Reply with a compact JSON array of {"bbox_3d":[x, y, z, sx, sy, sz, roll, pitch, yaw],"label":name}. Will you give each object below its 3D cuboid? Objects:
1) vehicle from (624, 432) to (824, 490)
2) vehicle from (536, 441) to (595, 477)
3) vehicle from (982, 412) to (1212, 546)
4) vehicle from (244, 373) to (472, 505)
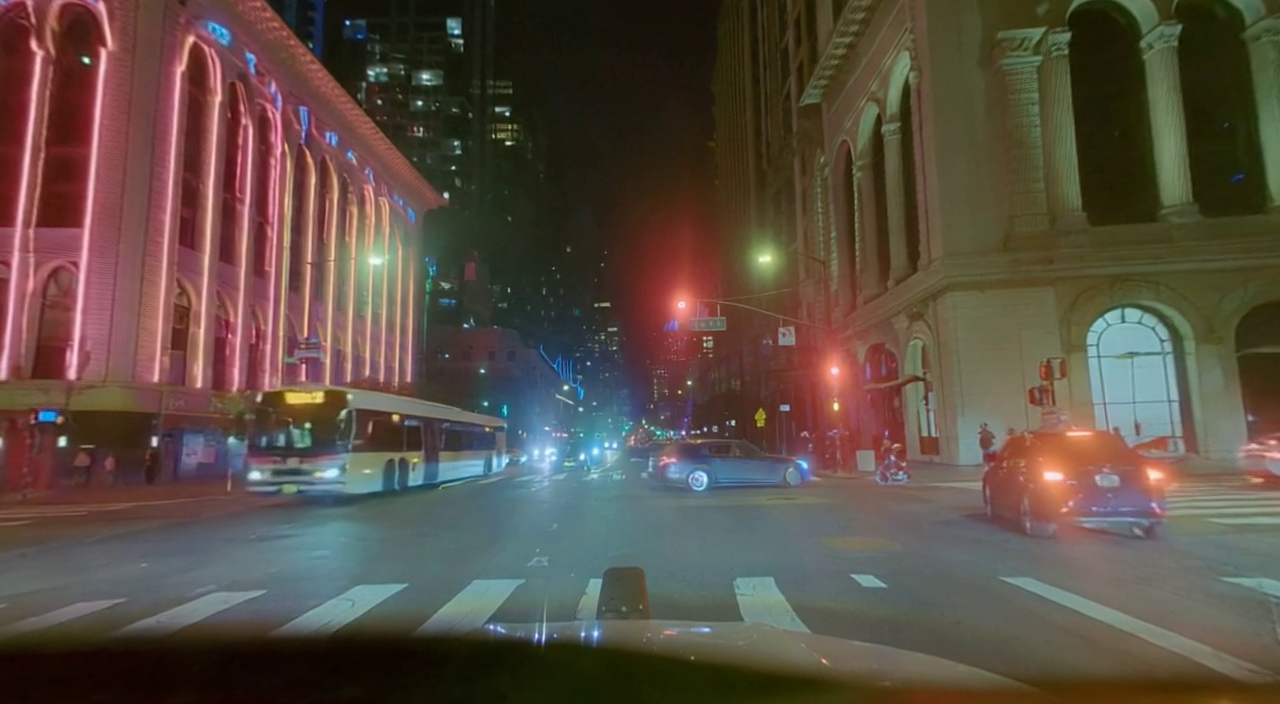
[{"bbox_3d":[2.408,3.184,18.525,5.388,1.465,2.050,-5,-8,27],"label":"vehicle"},{"bbox_3d":[-3.128,4.606,27.422,1.904,1.402,4.759,0,-8,1],"label":"vehicle"},{"bbox_3d":[6.433,1.777,9.489,2.006,1.495,4.271,-4,-9,26],"label":"vehicle"},{"bbox_3d":[-8.713,3.009,21.577,2.916,3.427,10.189,0,-8,1],"label":"vehicle"}]
